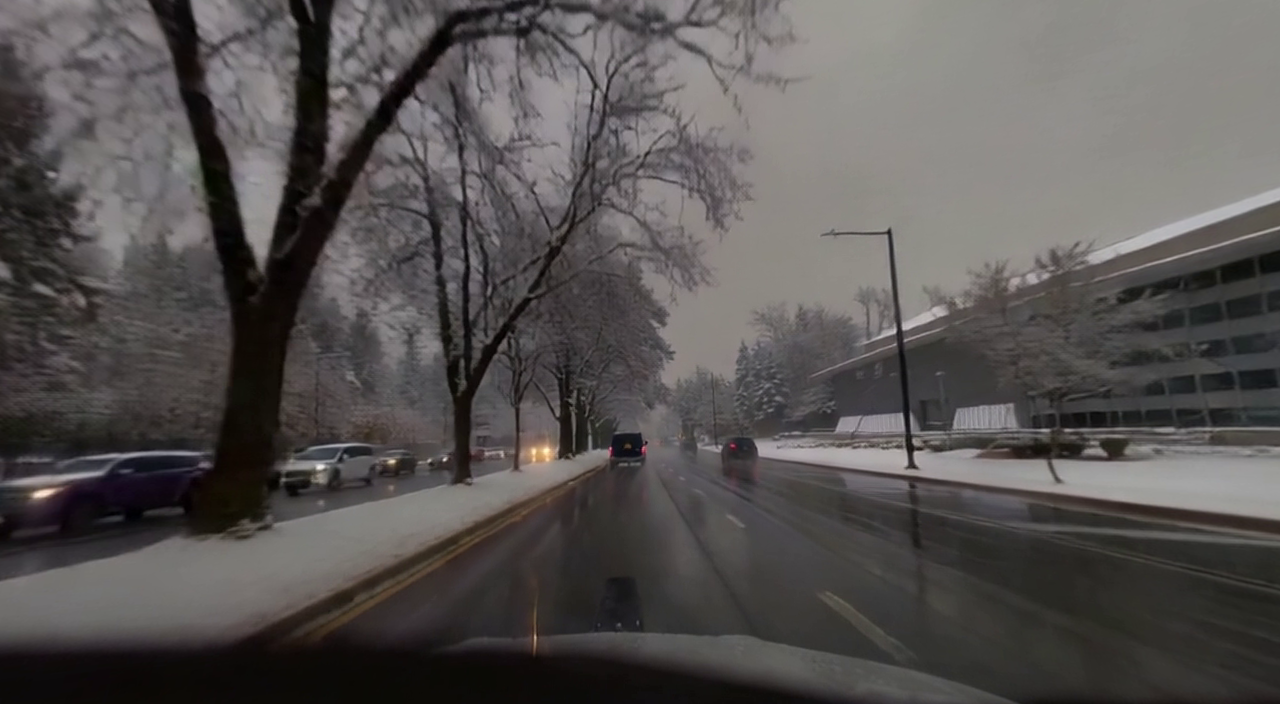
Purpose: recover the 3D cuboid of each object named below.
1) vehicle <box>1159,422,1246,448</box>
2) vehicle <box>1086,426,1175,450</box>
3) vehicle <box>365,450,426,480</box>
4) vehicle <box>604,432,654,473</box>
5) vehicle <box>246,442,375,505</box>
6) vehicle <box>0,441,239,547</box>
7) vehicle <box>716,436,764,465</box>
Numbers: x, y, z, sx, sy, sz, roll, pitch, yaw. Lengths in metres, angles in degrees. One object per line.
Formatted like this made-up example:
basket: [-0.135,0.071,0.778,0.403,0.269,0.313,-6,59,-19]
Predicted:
vehicle: [36.517,5.418,41.137,1.807,1.582,3.811,1,-9,-8]
vehicle: [31.583,5.579,40.867,1.743,1.445,4.495,1,-8,-9]
vehicle: [-14.757,6.805,38.415,1.950,1.655,4.395,-1,-8,0]
vehicle: [-0.540,5.196,32.877,2.411,1.937,5.186,-1,-8,0]
vehicle: [-11.529,4.216,22.574,2.082,1.824,4.840,-3,-7,-1]
vehicle: [-11.290,2.877,13.645,2.042,1.822,4.913,-1,-8,-1]
vehicle: [6.745,6.705,43.141,2.364,1.781,4.854,0,-8,-2]
